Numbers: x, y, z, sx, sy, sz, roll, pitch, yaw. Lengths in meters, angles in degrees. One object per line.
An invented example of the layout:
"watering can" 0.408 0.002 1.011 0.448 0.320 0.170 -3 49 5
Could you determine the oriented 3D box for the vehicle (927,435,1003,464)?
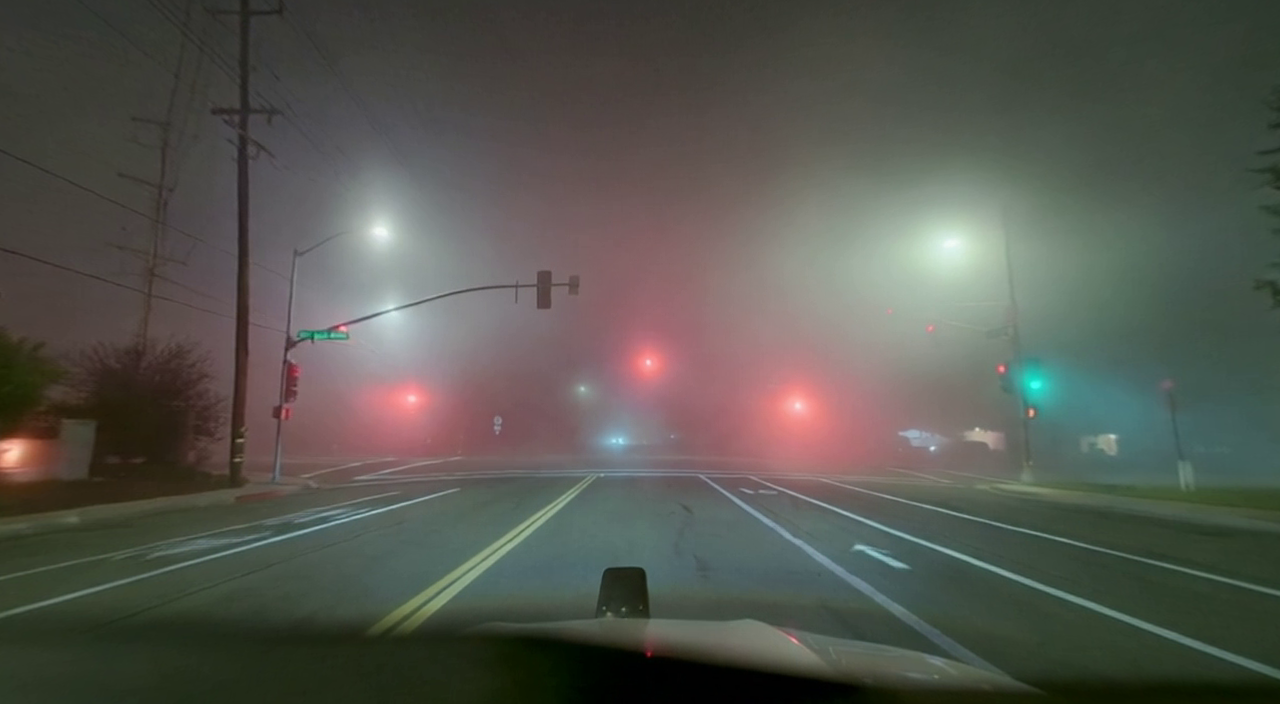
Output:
"vehicle" 23.005 6.938 44.887 2.030 1.927 4.853 2 -9 -13
